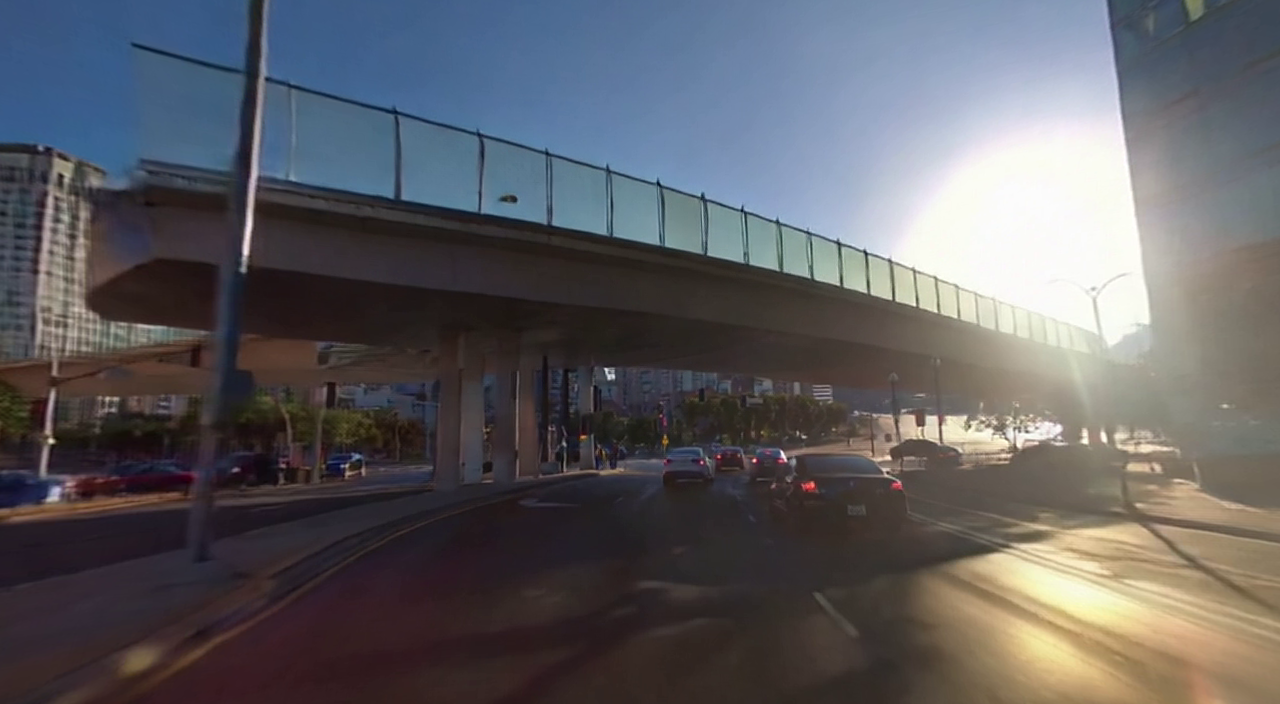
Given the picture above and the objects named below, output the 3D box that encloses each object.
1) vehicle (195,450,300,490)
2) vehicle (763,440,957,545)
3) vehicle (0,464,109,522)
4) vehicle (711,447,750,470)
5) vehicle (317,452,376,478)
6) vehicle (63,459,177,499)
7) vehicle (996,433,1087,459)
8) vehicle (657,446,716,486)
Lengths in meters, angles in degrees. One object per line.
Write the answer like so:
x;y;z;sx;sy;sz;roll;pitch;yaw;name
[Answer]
-18.543;5.560;30.055;2.040;1.749;4.796;0;-9;-2;vehicle
3.684;2.434;11.687;2.051;1.509;4.933;-1;-9;3;vehicle
-18.368;4.079;18.446;1.912;1.482;4.495;0;-9;-4;vehicle
6.394;7.438;43.992;2.134;1.492;4.674;-3;-9;15;vehicle
-21.984;8.470;47.320;2.106;1.791;4.618;0;-9;1;vehicle
-21.708;5.280;26.473;1.693;1.505;3.698;0;-9;-2;vehicle
31.661;7.437;49.744;5.771;2.019;2.293;1;-9;-7;vehicle
2.005;4.636;25.932;2.077;1.518;3.760;-2;-9;9;vehicle
